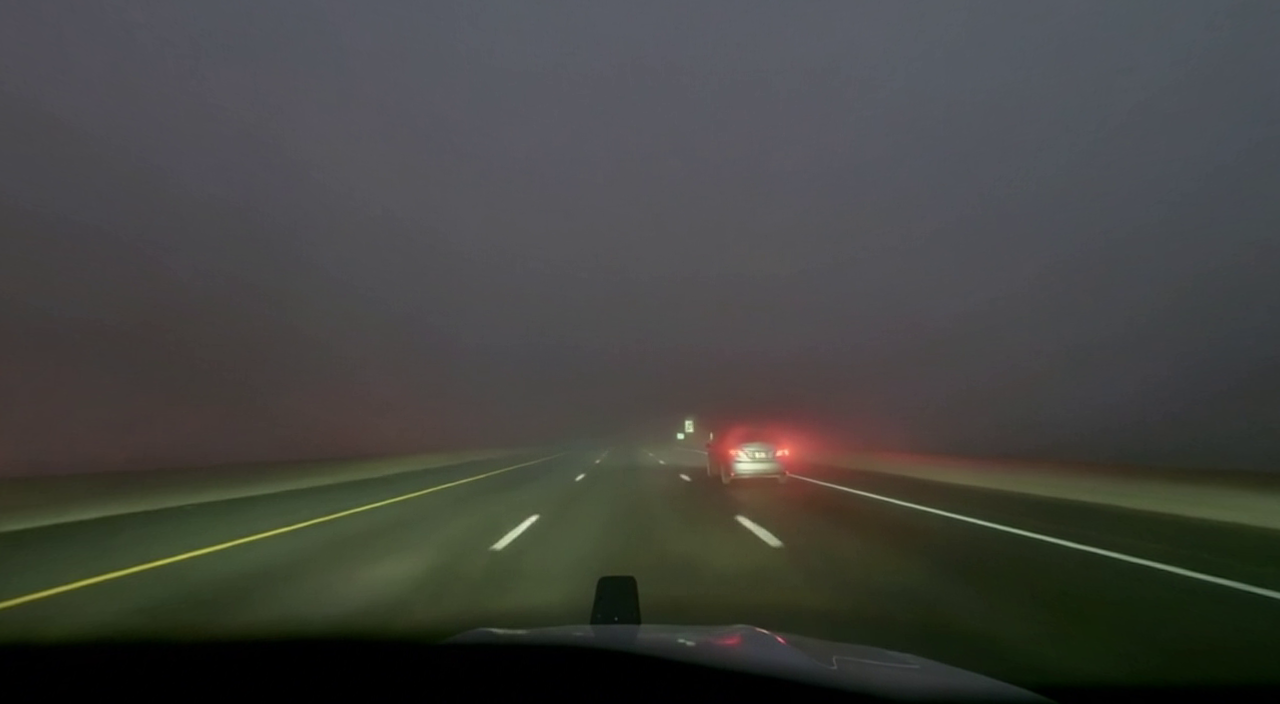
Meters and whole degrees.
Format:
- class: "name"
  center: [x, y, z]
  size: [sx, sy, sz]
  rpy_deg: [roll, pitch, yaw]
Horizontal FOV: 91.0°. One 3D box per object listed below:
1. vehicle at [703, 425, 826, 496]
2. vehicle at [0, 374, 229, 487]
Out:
- class: "vehicle"
  center: [3.199, 2.896, 17.157]
  size: [2.349, 1.651, 4.161]
  rpy_deg: [0, -8, -2]
- class: "vehicle"
  center: [-20.612, 3.193, 25.116]
  size: [2.807, 3.733, 8.204]
  rpy_deg: [0, -8, -1]
